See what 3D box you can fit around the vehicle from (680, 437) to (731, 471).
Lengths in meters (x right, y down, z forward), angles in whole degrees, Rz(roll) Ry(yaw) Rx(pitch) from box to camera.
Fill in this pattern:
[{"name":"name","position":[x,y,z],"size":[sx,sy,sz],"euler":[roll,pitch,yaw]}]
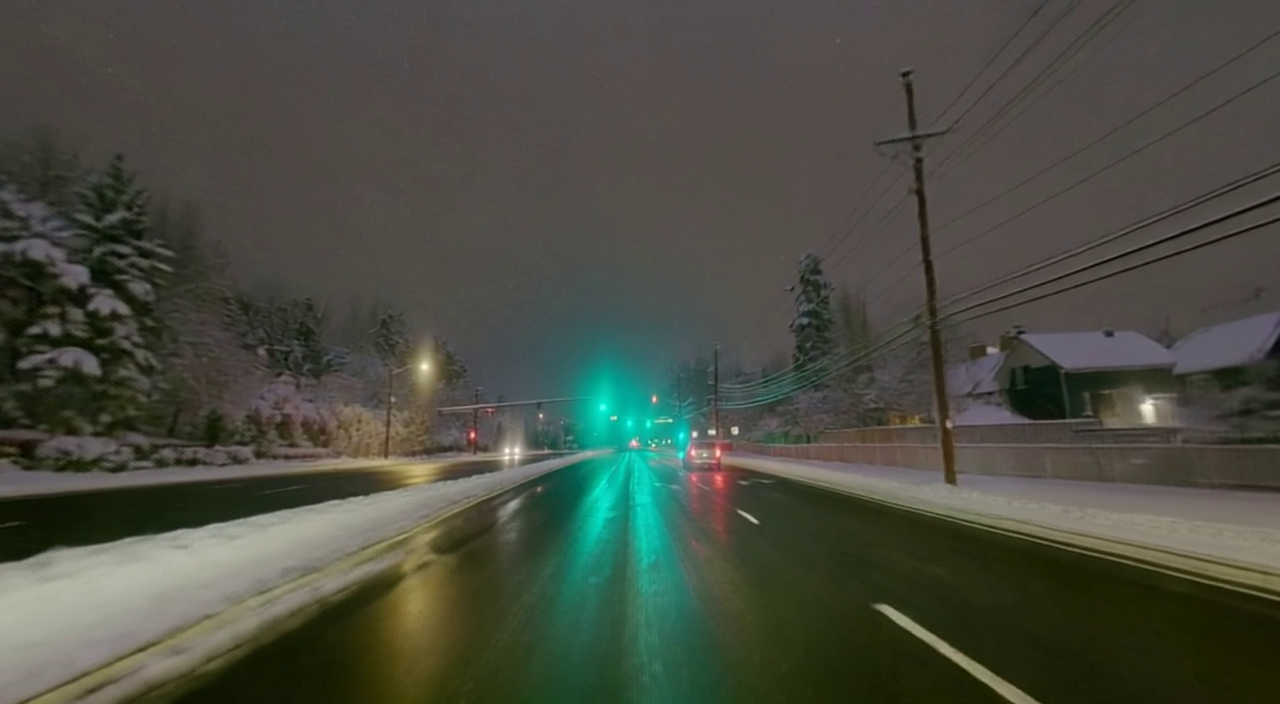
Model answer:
[{"name":"vehicle","position":[3.574,5.644,35.098],"size":[2.240,1.781,4.433],"euler":[0,-8,-1]}]
